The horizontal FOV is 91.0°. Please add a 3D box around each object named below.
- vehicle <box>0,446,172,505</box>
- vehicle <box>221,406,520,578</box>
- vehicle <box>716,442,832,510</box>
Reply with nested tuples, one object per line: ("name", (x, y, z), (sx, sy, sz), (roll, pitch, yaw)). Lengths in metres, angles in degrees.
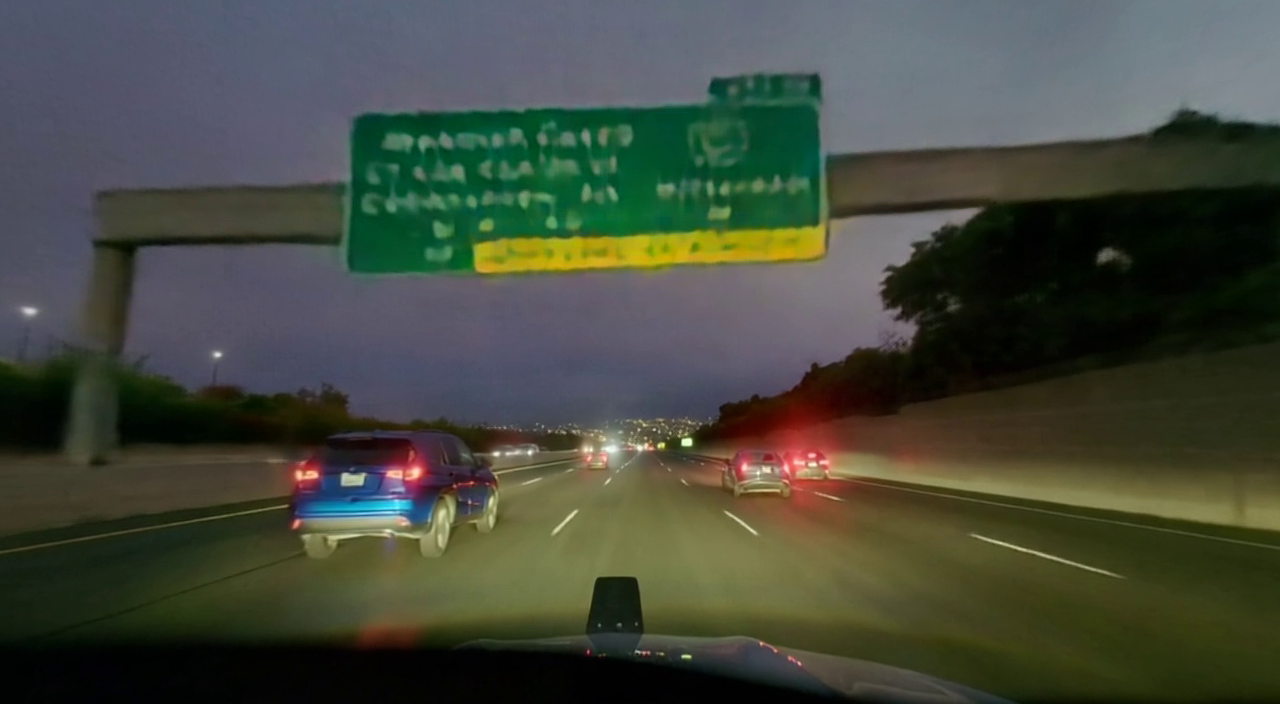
("vehicle", (-18.134, 3.951, 20.650), (2.015, 1.696, 4.544), (0, -9, 0))
("vehicle", (-3.204, 1.779, 8.784), (2.137, 1.756, 4.453), (0, -9, 1))
("vehicle", (3.228, 3.071, 16.071), (1.979, 1.486, 4.125), (0, -9, -1))
